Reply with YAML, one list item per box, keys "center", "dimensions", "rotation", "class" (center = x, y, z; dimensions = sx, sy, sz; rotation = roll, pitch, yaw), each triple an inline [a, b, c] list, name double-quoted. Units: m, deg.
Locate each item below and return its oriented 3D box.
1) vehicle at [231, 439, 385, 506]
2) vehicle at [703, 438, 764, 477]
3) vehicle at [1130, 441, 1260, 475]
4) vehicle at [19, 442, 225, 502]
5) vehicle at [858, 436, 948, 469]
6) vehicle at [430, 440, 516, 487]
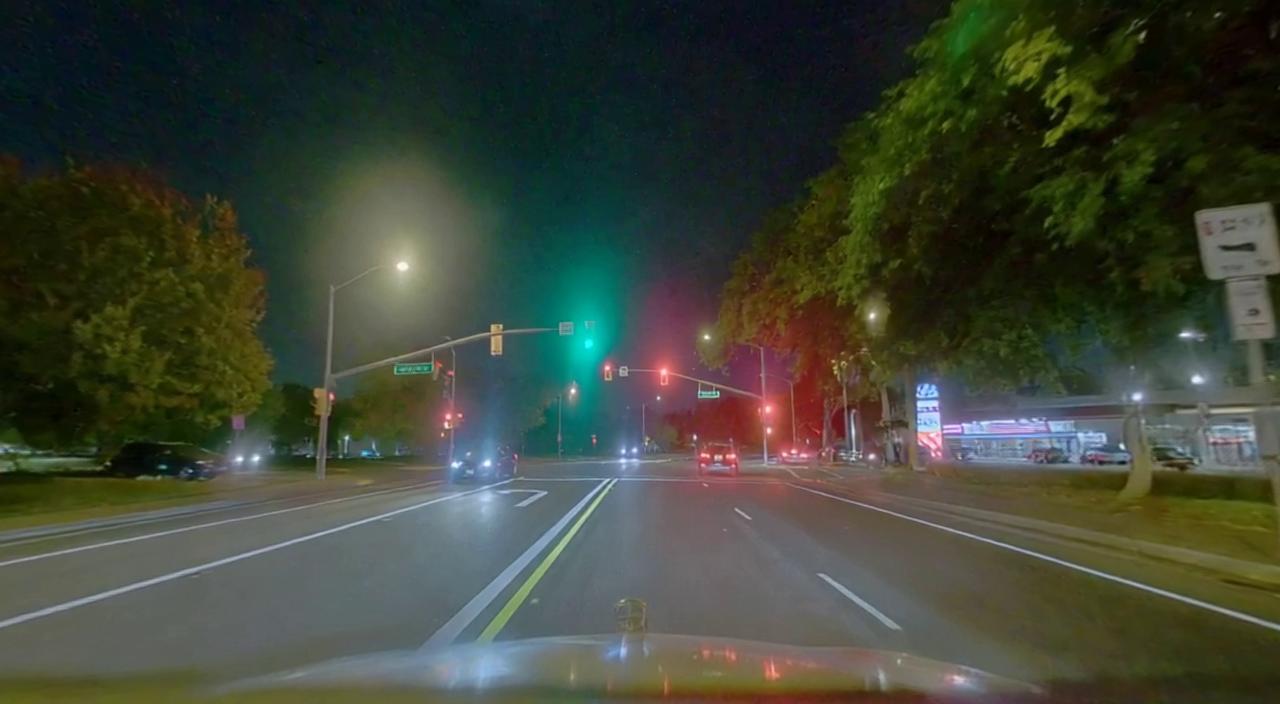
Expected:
- center: [-9.828, 3.573, 19.191]
  dimensions: [2.150, 1.774, 4.459]
  rotation: [0, -9, 1]
  class: "vehicle"
- center: [4.305, 4.945, 29.771]
  dimensions: [2.311, 1.715, 4.287]
  rotation: [0, -9, 1]
  class: "vehicle"
- center: [28.605, 5.466, 32.616]
  dimensions: [4.639, 1.655, 2.118]
  rotation: [0, -9, 0]
  class: "vehicle"
- center: [-16.230, 3.749, 19.987]
  dimensions: [4.612, 1.689, 2.098]
  rotation: [0, -8, -2]
  class: "vehicle"
- center: [16.740, 6.422, 40.359]
  dimensions: [4.713, 1.969, 2.201]
  rotation: [0, -9, 2]
  class: "vehicle"
- center: [-5.886, 3.971, 22.696]
  dimensions: [2.052, 1.543, 3.719]
  rotation: [0, -9, 0]
  class: "vehicle"
